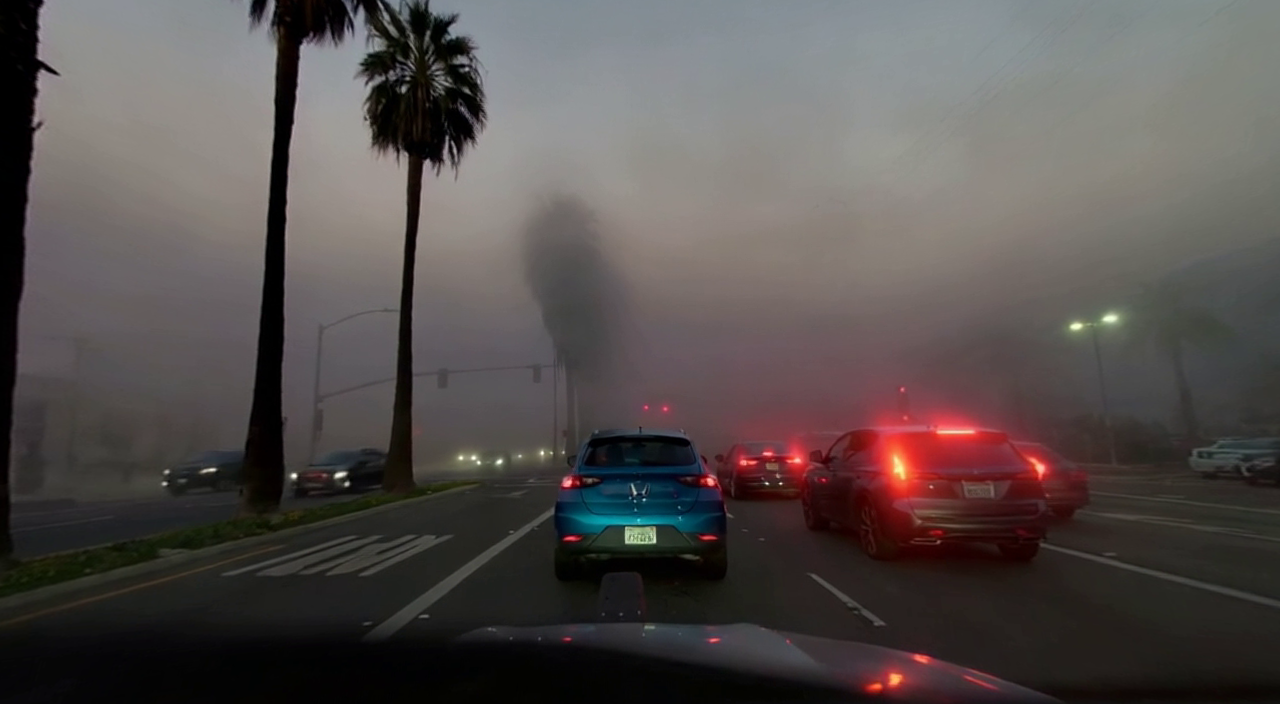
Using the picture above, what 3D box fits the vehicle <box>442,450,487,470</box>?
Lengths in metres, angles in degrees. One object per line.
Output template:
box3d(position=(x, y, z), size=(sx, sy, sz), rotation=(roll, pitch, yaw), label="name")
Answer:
box3d(position=(-12.289, 7.597, 44.516), size=(1.946, 1.347, 4.021), rotation=(0, -9, 1), label="vehicle")

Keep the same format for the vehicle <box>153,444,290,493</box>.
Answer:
box3d(position=(-16.458, 4.564, 25.230), size=(2.167, 1.737, 4.824), rotation=(0, -9, 0), label="vehicle")

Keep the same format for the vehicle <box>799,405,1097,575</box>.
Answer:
box3d(position=(3.685, 1.724, 8.605), size=(1.947, 1.725, 4.159), rotation=(0, -9, 0), label="vehicle")

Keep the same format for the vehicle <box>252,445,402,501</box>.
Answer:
box3d(position=(-9.170, 3.554, 19.034), size=(2.168, 1.462, 4.505), rotation=(0, -9, 0), label="vehicle")

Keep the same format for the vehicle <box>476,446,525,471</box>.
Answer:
box3d(position=(-8.595, 6.580, 39.291), size=(1.975, 1.478, 4.670), rotation=(0, -9, 0), label="vehicle")

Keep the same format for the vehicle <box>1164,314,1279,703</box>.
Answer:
box3d(position=(3.390, 0.452, 0.158), size=(2.171, 1.806, 5.058), rotation=(0, -9, 0), label="vehicle")

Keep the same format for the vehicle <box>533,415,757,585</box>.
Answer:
box3d(position=(0.038, 1.688, 7.977), size=(2.083, 1.572, 4.021), rotation=(0, -9, 0), label="vehicle")
